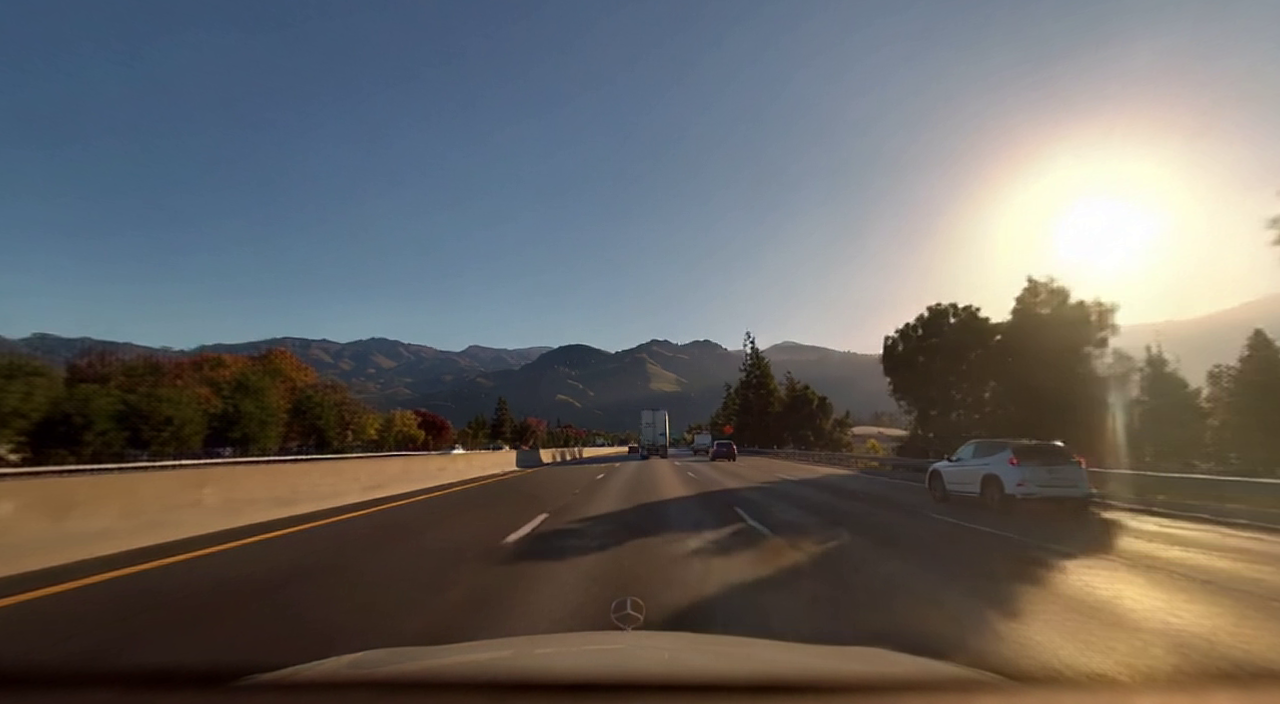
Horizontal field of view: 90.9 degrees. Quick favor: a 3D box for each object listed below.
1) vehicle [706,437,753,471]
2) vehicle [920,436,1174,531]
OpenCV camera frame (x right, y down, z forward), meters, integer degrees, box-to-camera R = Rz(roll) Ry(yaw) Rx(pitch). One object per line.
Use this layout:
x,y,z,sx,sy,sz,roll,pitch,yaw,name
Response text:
4.565,5.272,32.744,1.880,1.624,3.941,0,-8,0,vehicle
7.237,2.347,11.881,1.982,1.440,4.171,0,-8,0,vehicle
